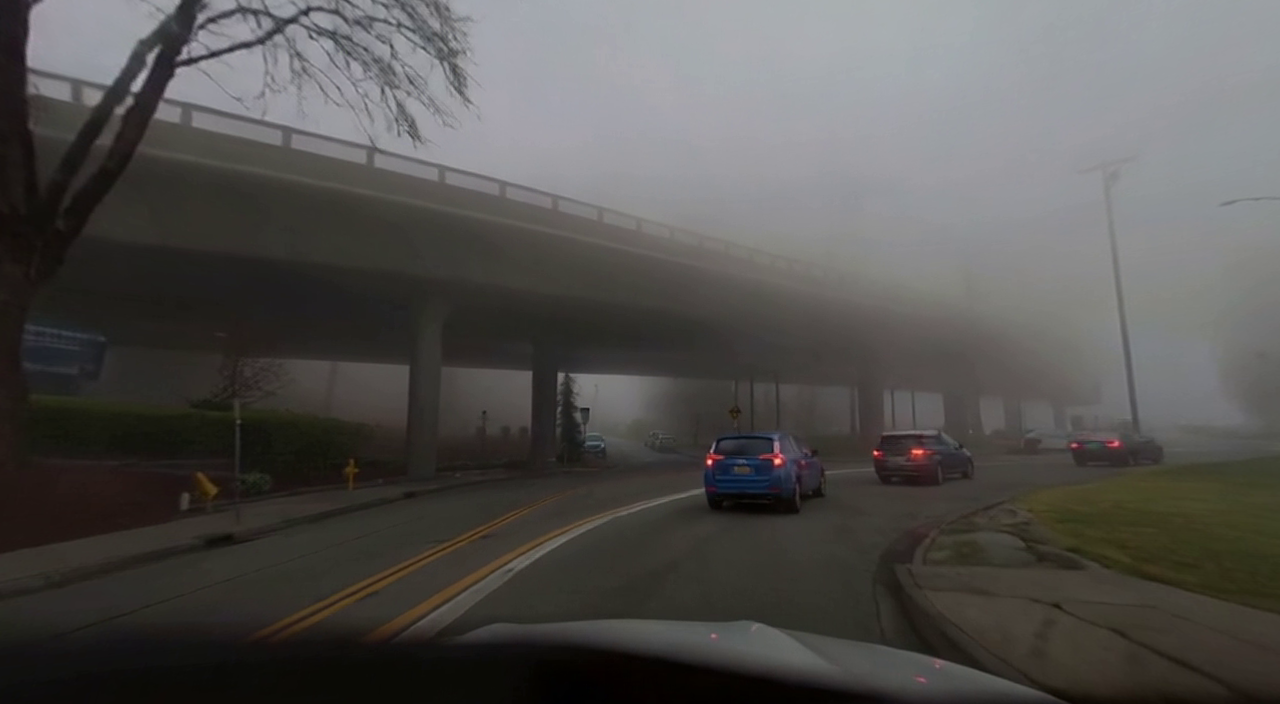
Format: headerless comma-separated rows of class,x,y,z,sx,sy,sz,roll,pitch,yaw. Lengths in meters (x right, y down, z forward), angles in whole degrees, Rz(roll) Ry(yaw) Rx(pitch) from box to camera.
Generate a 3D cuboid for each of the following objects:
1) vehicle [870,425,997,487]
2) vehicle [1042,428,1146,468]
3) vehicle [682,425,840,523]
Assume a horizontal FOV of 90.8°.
vehicle,10.297,3.568,22.021,4.771,1.885,2.241,8,-11,-42
vehicle,21.407,4.500,29.803,4.310,1.762,1.995,4,-9,-25
vehicle,2.653,2.362,12.829,2.087,1.578,4.652,-4,-9,24
